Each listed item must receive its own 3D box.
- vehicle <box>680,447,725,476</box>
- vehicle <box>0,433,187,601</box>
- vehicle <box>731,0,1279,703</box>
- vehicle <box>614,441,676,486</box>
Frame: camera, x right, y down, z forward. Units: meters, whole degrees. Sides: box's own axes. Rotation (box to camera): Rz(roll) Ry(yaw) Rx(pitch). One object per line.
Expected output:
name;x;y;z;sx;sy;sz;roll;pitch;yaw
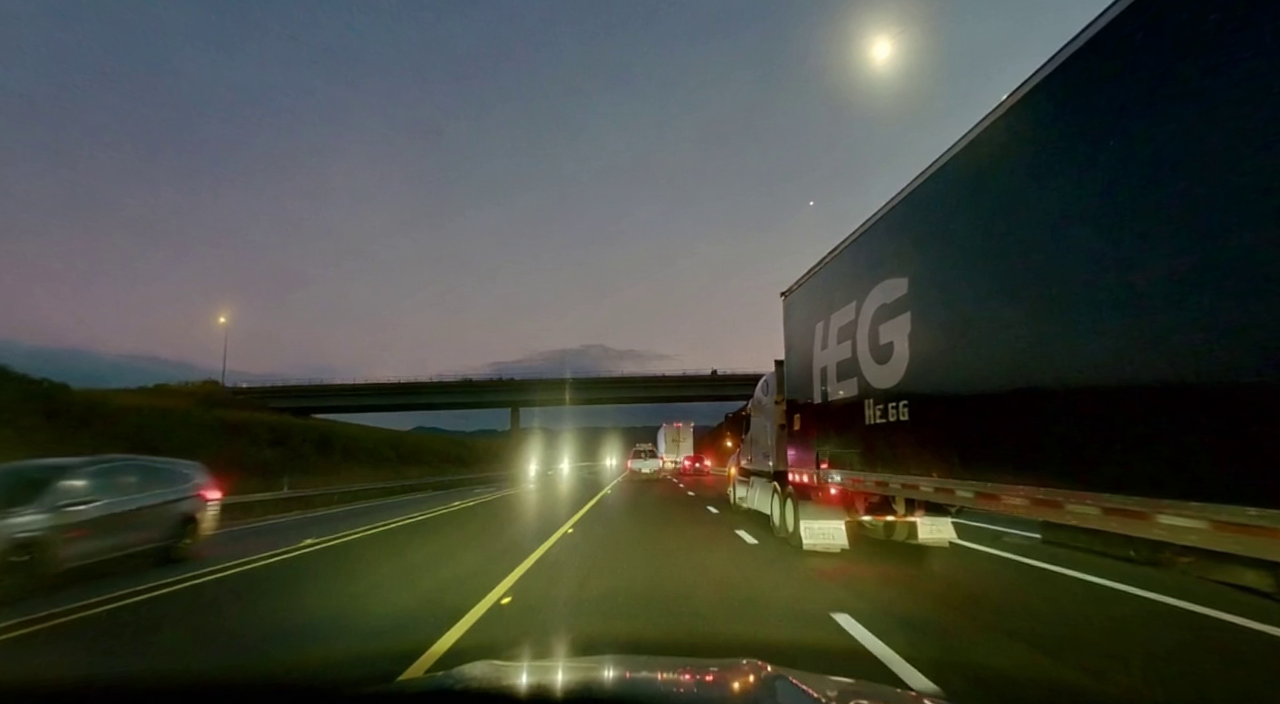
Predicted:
vehicle;3.401;6.059;35.078;1.972;1.505;3.946;0;-9;-1
vehicle;-7.529;1.739;6.751;2.027;1.689;4.372;-1;-9;1
vehicle;3.164;0.054;4.850;2.870;4.056;14.250;-1;-9;0
vehicle;0.191;4.410;25.200;2.256;1.615;4.114;-1;-9;0
